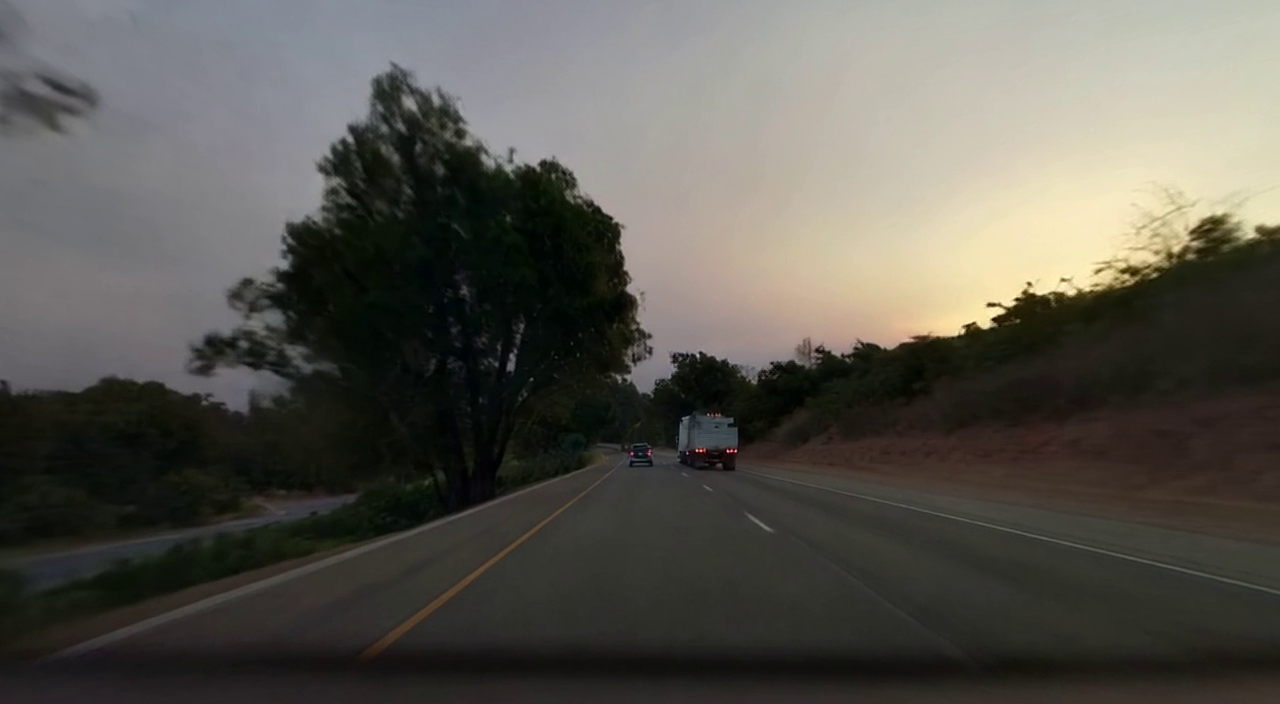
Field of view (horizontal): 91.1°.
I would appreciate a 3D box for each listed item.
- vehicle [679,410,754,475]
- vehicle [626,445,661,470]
[{"bbox_3d":[4.008,5.067,35.076,3.015,3.211,7.982,0,-8,-1],"label":"vehicle"},{"bbox_3d":[0.240,6.895,41.356,2.170,1.544,4.373,0,-8,0],"label":"vehicle"}]
